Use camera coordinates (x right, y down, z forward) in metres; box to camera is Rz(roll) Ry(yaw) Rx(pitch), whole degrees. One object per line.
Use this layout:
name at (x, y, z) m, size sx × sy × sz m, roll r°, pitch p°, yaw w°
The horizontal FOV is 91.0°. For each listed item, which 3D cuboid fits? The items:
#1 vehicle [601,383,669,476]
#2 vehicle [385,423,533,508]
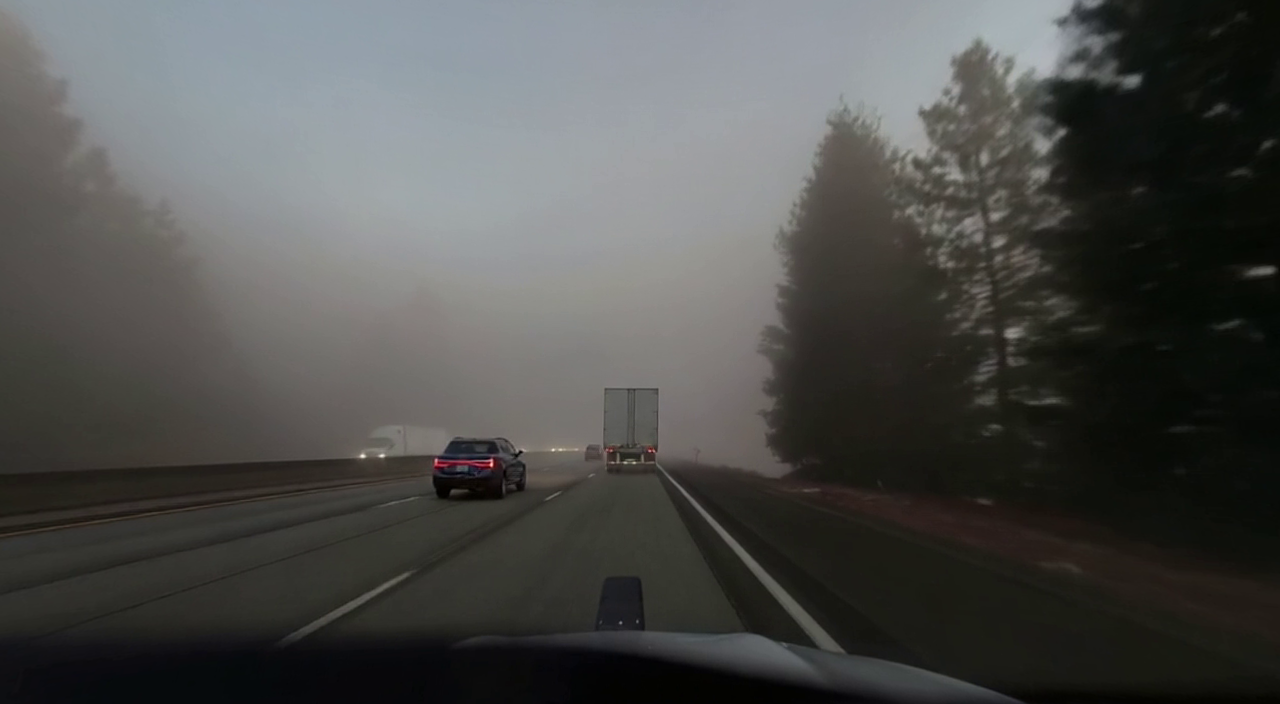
vehicle at (-0.246, 4.292, 33.974) m, size 3.052 × 4.132 × 11.336 m, roll 0°, pitch -8°, yaw 0°
vehicle at (-4.380, 2.852, 16.311) m, size 2.285 × 1.833 × 4.984 m, roll 0°, pitch -8°, yaw 1°
